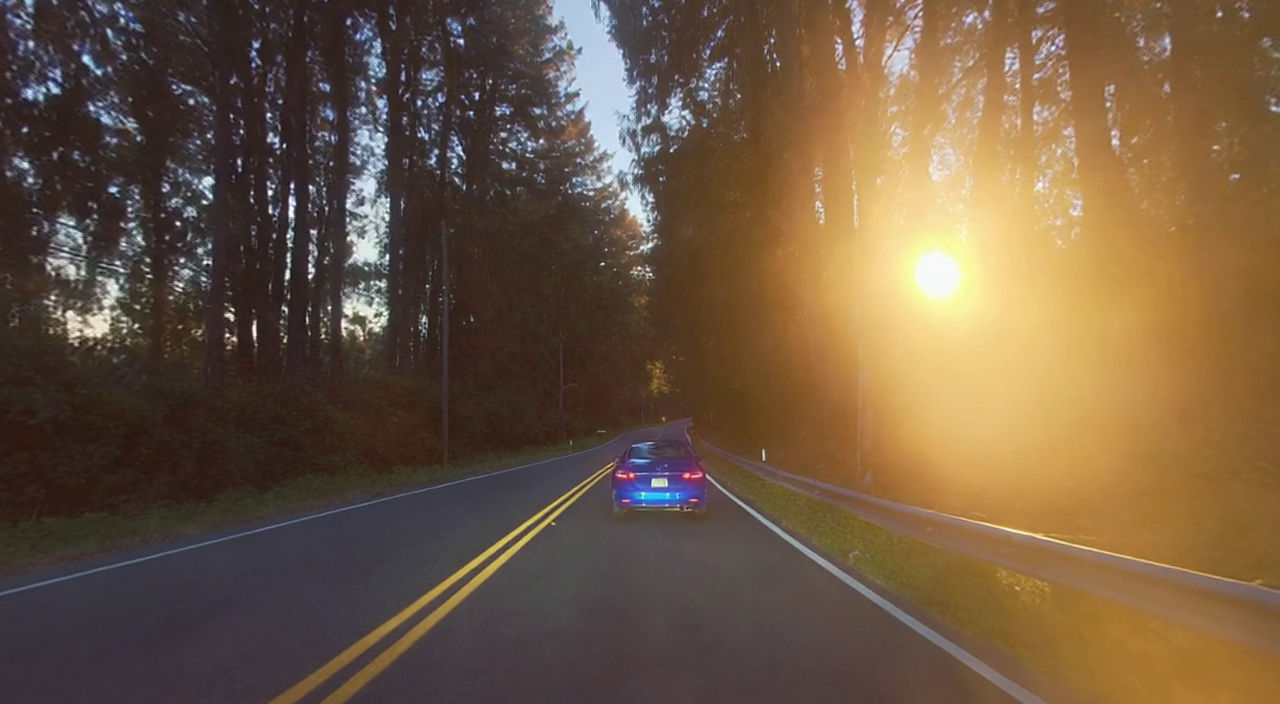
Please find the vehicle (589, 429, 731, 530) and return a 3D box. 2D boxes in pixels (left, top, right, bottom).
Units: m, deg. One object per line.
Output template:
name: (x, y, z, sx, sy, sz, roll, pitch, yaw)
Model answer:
vehicle: (0.320, 2.255, 11.671, 2.187, 1.533, 3.726, 0, -8, 0)
